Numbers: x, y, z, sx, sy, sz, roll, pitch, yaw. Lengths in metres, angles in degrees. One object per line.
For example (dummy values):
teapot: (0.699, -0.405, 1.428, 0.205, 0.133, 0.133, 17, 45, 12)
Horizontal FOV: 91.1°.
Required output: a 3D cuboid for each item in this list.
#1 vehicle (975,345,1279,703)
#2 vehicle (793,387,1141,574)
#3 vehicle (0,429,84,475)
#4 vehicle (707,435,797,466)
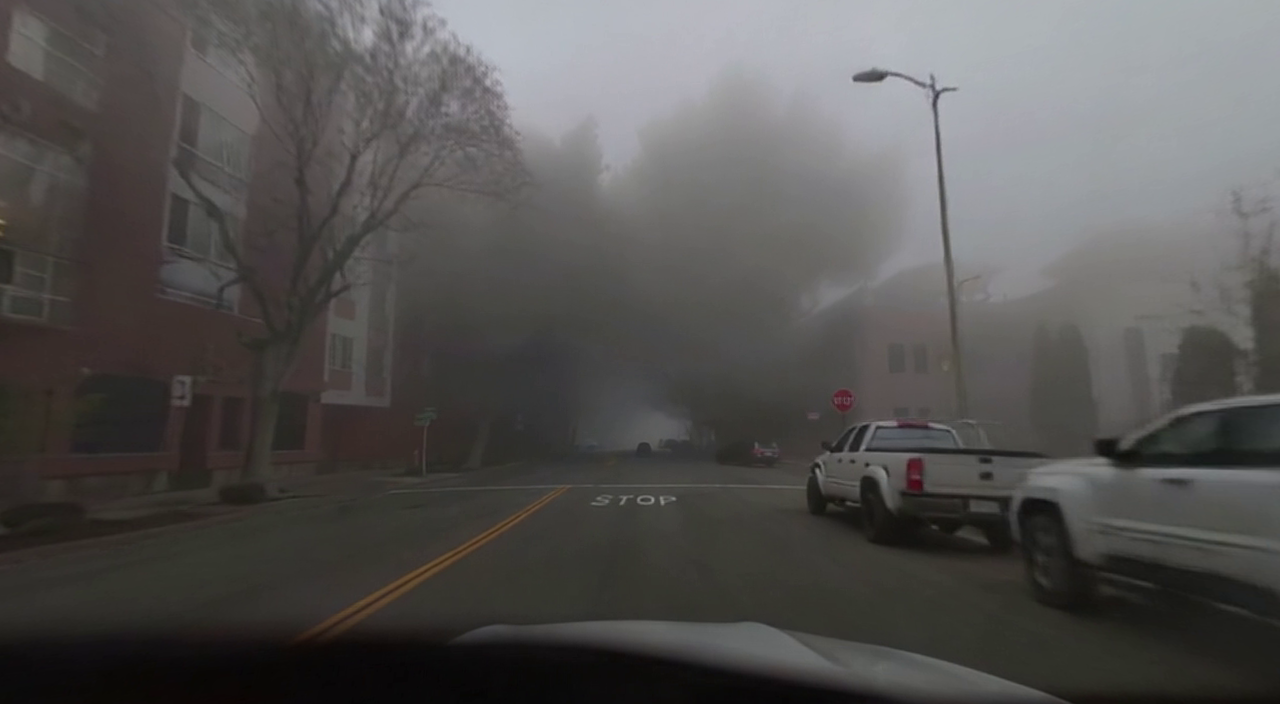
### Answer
vehicle: (4.215, 0.973, 3.640, 2.041, 1.838, 4.524, 0, -9, 0)
vehicle: (4.213, 1.802, 9.679, 2.226, 1.986, 5.786, 0, -8, 0)
vehicle: (-26.759, 4.206, 26.346, 2.112, 1.834, 5.051, -3, -7, 2)
vehicle: (6.580, 5.769, 36.815, 4.791, 1.733, 2.139, -4, -9, 24)
